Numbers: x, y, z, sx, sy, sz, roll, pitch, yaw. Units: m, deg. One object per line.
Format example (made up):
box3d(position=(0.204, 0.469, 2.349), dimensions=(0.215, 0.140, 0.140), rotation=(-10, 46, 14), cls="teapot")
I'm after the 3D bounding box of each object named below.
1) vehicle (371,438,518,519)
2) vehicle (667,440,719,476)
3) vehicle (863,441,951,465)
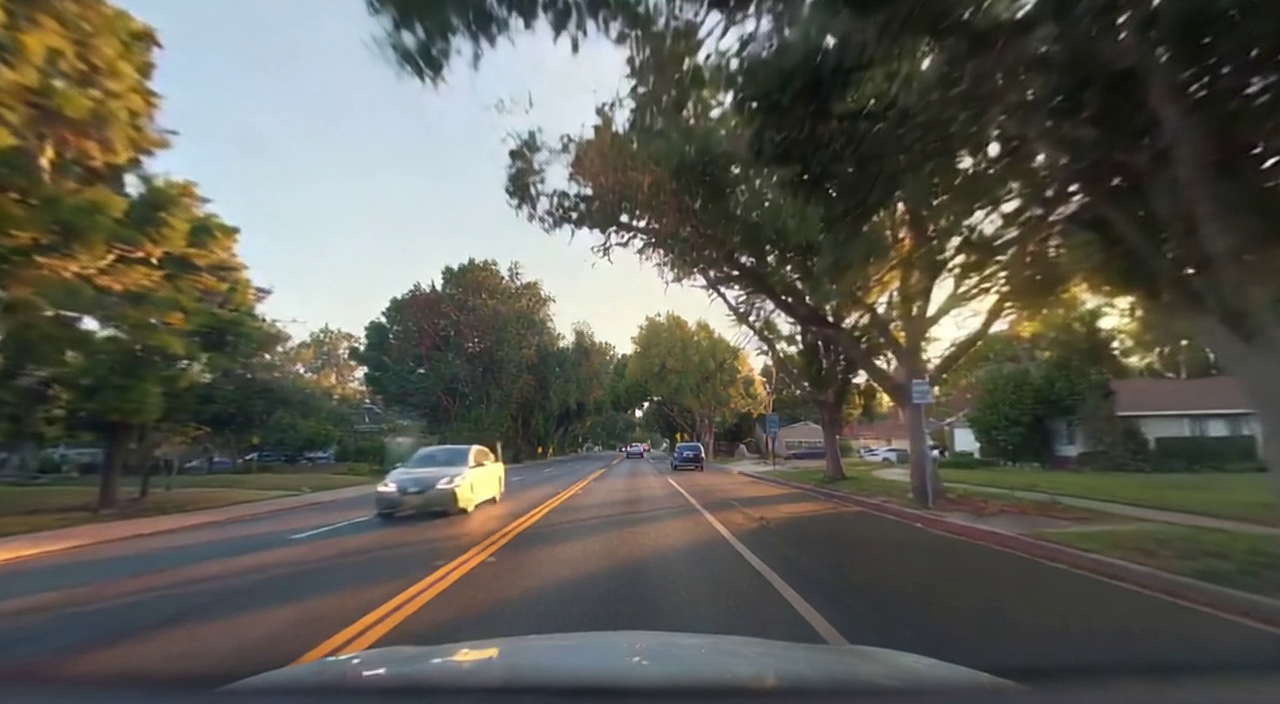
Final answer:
box3d(position=(-4.073, 2.685, 13.858), dimensions=(1.959, 1.494, 3.875), rotation=(0, -9, 0), cls="vehicle")
box3d(position=(2.354, 4.809, 28.743), dimensions=(1.975, 1.497, 3.647), rotation=(0, -9, -1), cls="vehicle")
box3d(position=(16.860, 6.403, 39.902), dimensions=(4.672, 1.463, 1.863), rotation=(0, -9, 1), cls="vehicle")
